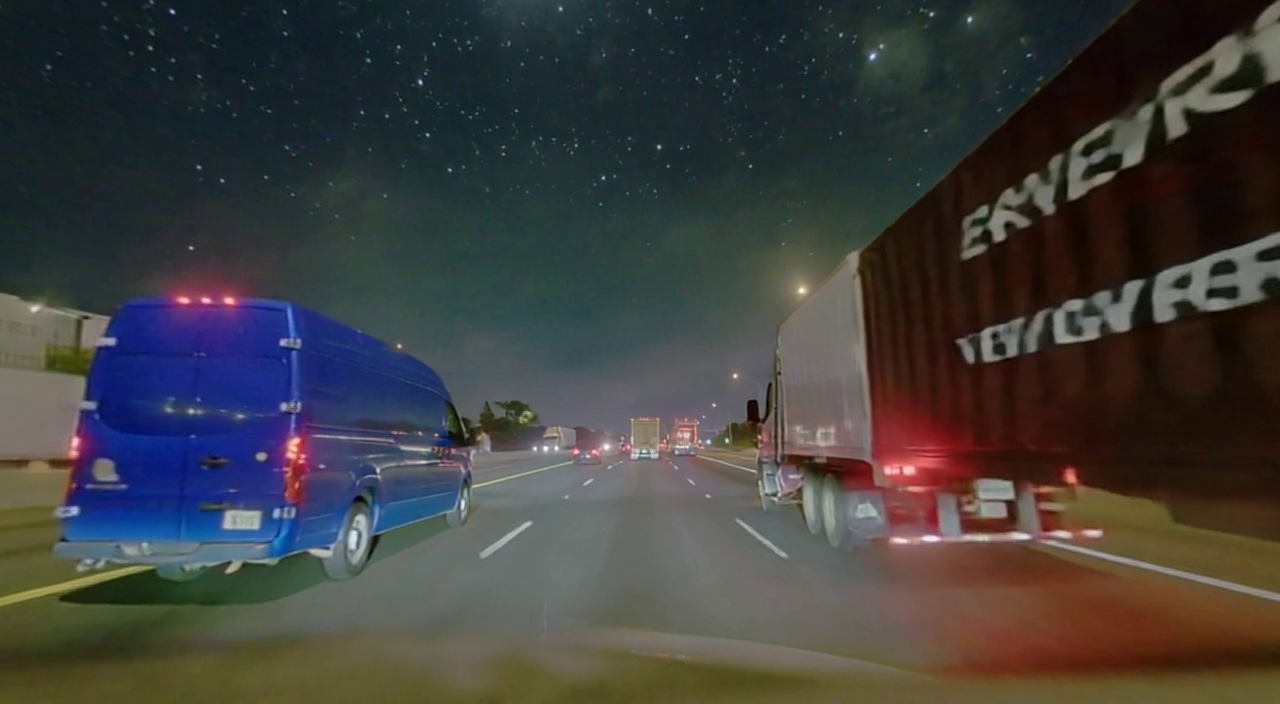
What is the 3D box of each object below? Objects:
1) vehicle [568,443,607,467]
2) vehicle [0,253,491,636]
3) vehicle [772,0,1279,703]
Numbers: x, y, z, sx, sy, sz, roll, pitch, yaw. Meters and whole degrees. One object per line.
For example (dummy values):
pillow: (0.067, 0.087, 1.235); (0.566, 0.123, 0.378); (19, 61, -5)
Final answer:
vehicle: (-3.324, 6.589, 40.606); (2.024, 1.472, 4.014); (-1, -9, 2)
vehicle: (-3.981, 1.132, 8.091); (2.557, 2.855, 6.674); (0, -9, 0)
vehicle: (3.984, 0.050, 4.789); (2.951, 3.974, 13.340); (0, -9, -1)
